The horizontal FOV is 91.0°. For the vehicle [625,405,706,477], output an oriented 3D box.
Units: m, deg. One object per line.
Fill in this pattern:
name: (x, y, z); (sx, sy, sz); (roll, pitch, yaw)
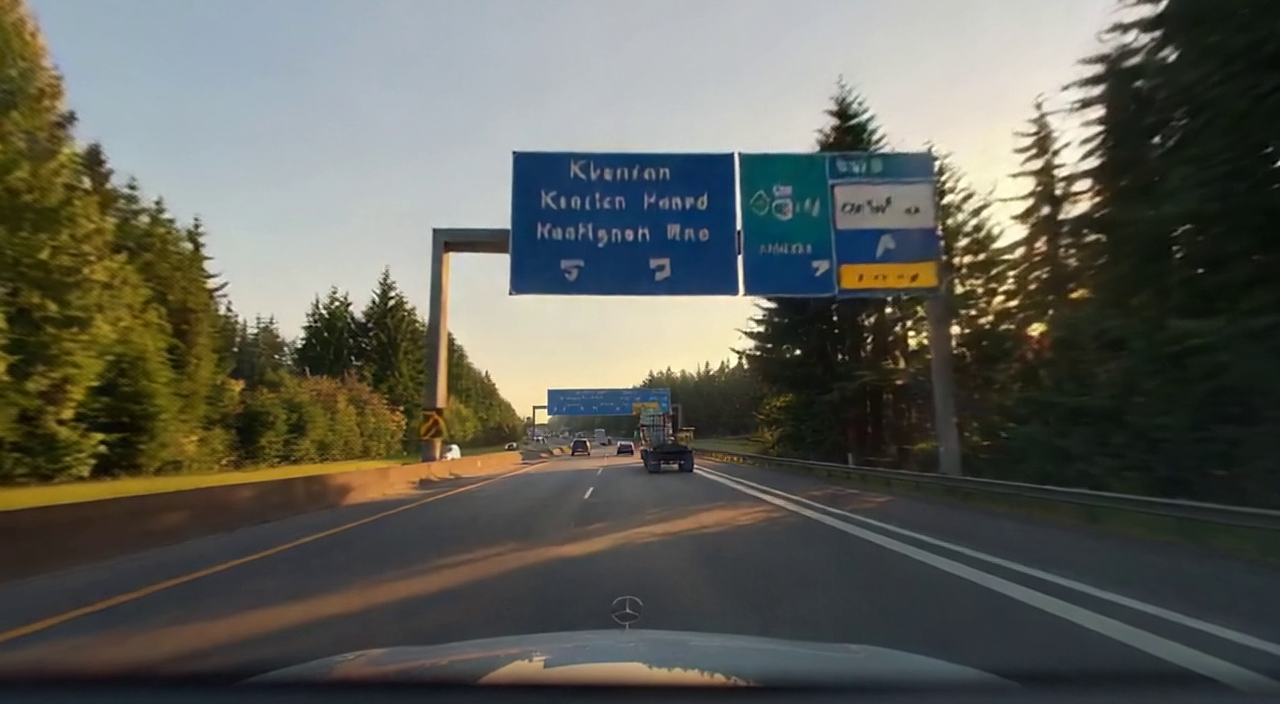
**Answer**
vehicle: (0.799, 3.510, 24.894); (2.677, 2.439, 6.402); (0, -8, -3)

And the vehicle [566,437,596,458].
vehicle: (-4.518, 7.378, 48.622); (2.114, 1.504, 3.924); (0, -8, -2)
